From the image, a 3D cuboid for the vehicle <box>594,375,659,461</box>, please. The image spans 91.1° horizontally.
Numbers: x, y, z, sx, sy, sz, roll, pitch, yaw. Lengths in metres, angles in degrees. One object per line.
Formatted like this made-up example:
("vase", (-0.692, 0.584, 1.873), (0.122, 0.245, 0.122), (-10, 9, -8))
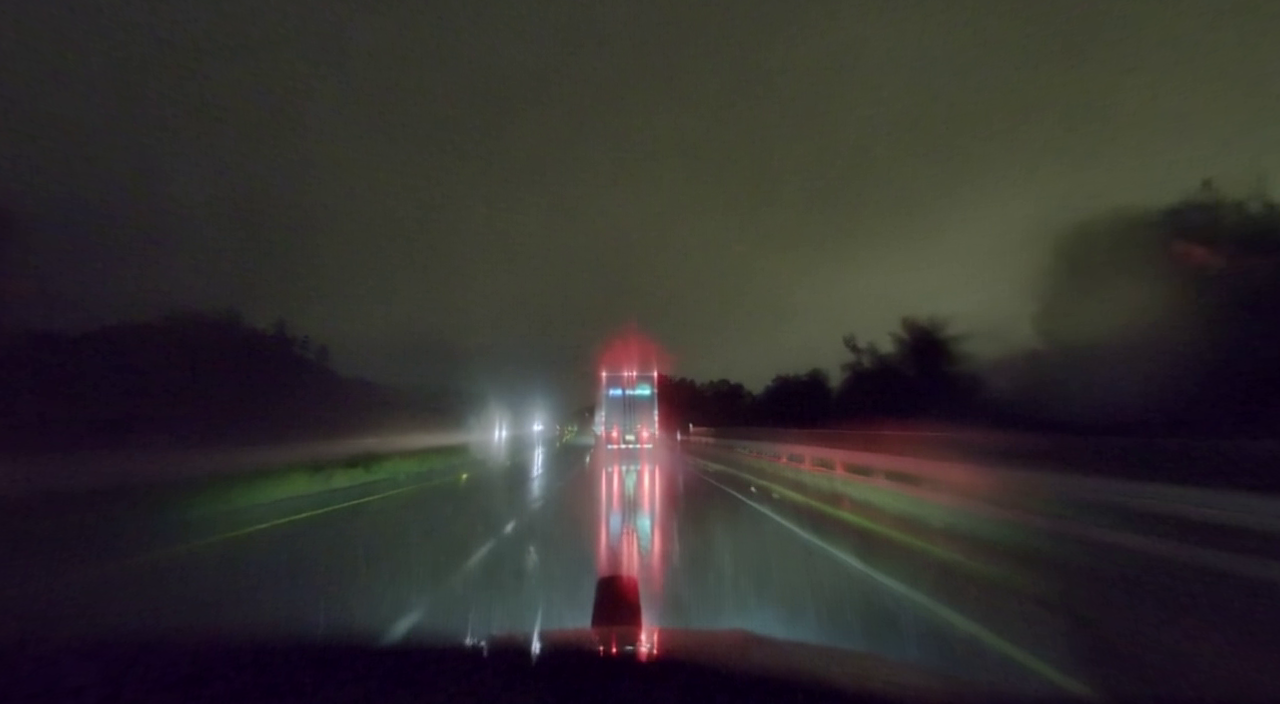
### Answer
("vehicle", (-0.805, 3.734, 34.345), (3.023, 3.965, 10.402), (0, -8, -2))
